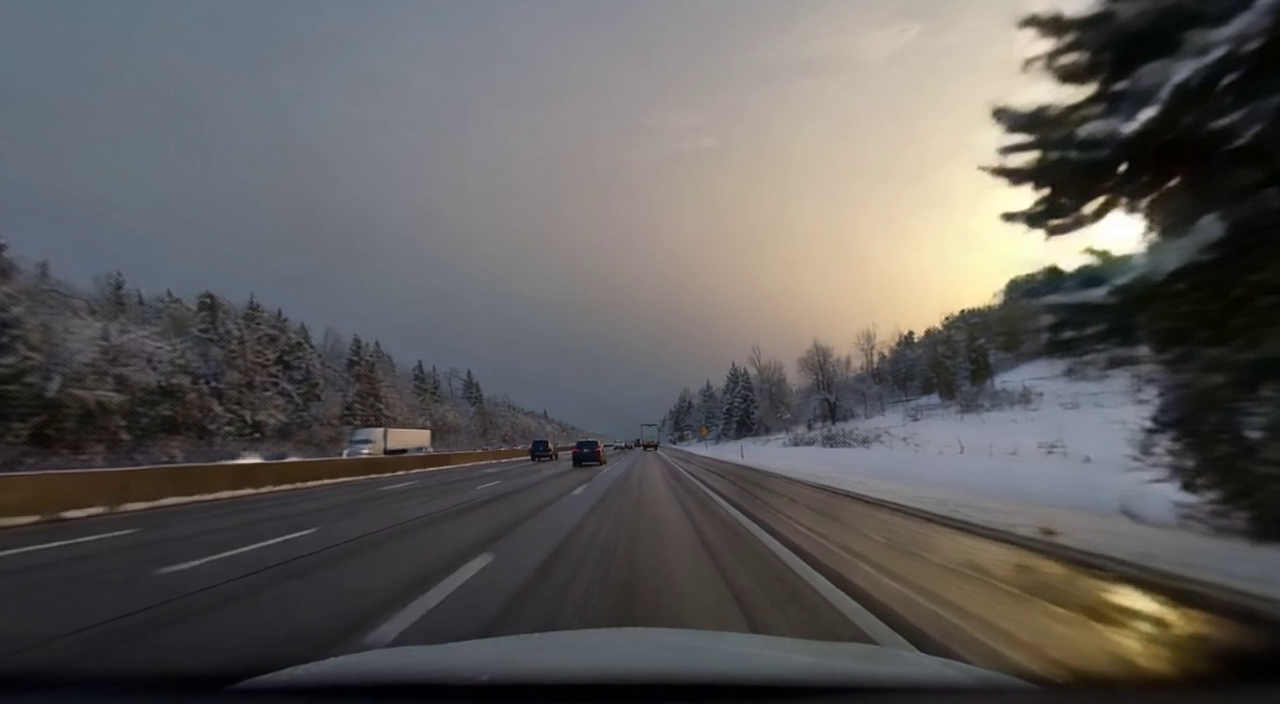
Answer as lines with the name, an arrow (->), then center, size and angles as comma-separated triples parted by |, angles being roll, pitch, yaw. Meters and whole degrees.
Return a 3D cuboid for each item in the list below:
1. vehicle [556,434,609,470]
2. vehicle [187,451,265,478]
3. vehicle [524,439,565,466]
vehicle -> -3.009, 5.397, 34.186 | 2.283, 1.802, 4.810 | 0, -8, 2
vehicle -> -28.512, 7.704, 43.628 | 1.958, 1.678, 4.924 | 0, -8, 1
vehicle -> -6.368, 6.788, 42.631 | 2.062, 1.691, 4.278 | 0, -8, 1
